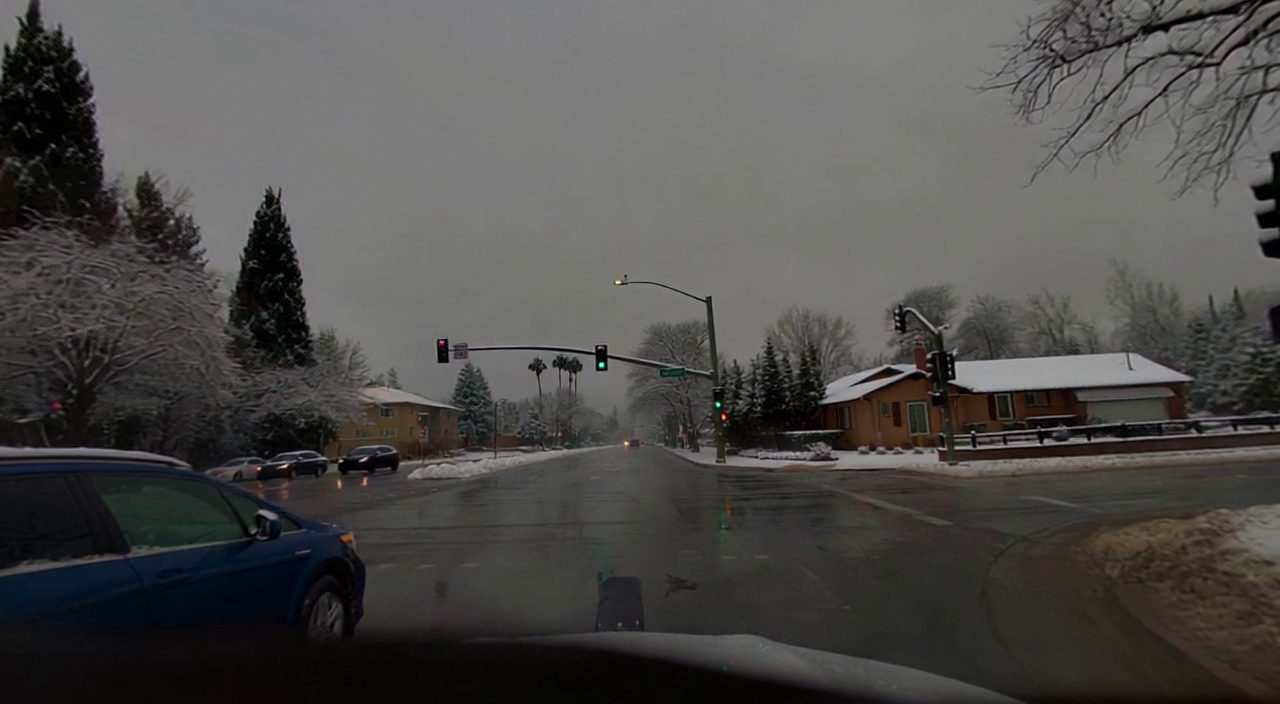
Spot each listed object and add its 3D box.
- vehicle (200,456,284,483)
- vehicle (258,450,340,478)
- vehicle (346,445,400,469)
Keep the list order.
[{"bbox_3d":[-24.123,7.123,38.544,2.019,1.427,4.630,0,-9,2],"label":"vehicle"},{"bbox_3d":[-20.040,6.568,37.442,2.084,1.528,4.778,0,-9,1],"label":"vehicle"},{"bbox_3d":[-19.874,7.832,47.193,1.929,1.644,4.763,0,-9,0],"label":"vehicle"}]
